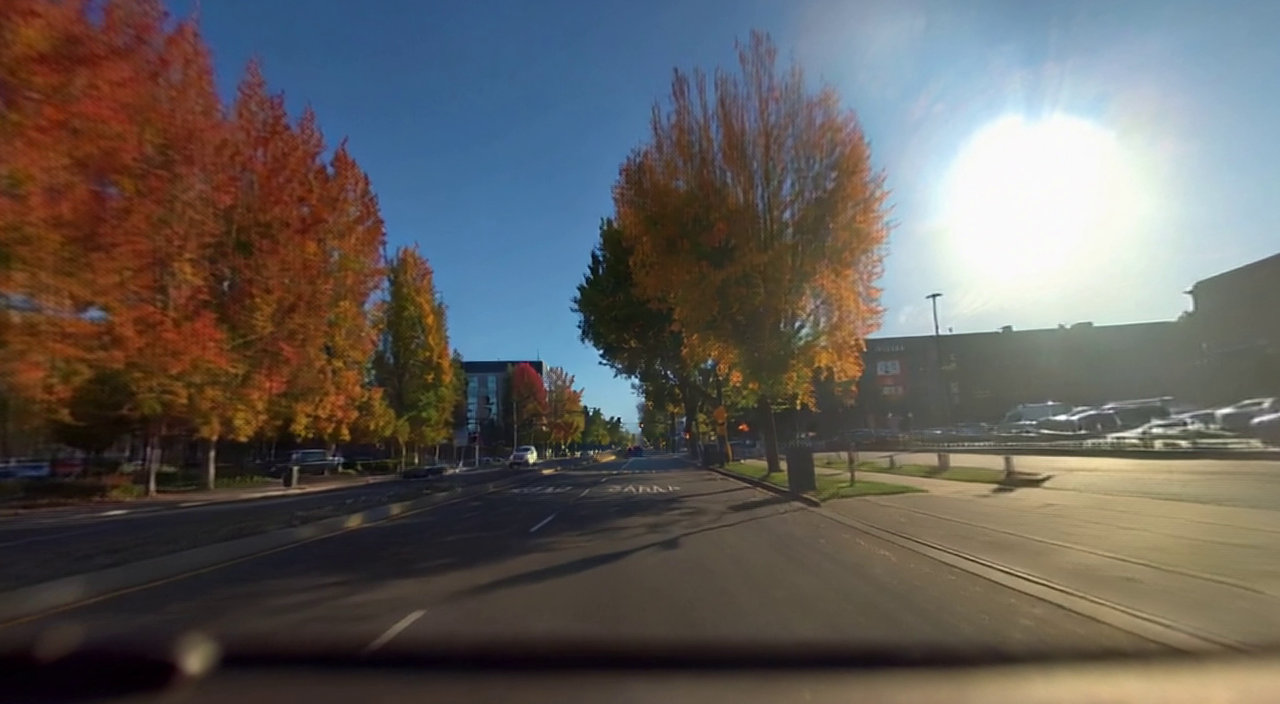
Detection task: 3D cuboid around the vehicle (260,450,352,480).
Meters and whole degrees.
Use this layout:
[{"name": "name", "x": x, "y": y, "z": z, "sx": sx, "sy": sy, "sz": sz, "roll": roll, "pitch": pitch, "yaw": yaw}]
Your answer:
[{"name": "vehicle", "x": -23.228, "y": 7.852, "z": 43.822, "sx": 5.144, "sy": 1.980, "sz": 2.262, "roll": -1, "pitch": -9, "yaw": 6}]
